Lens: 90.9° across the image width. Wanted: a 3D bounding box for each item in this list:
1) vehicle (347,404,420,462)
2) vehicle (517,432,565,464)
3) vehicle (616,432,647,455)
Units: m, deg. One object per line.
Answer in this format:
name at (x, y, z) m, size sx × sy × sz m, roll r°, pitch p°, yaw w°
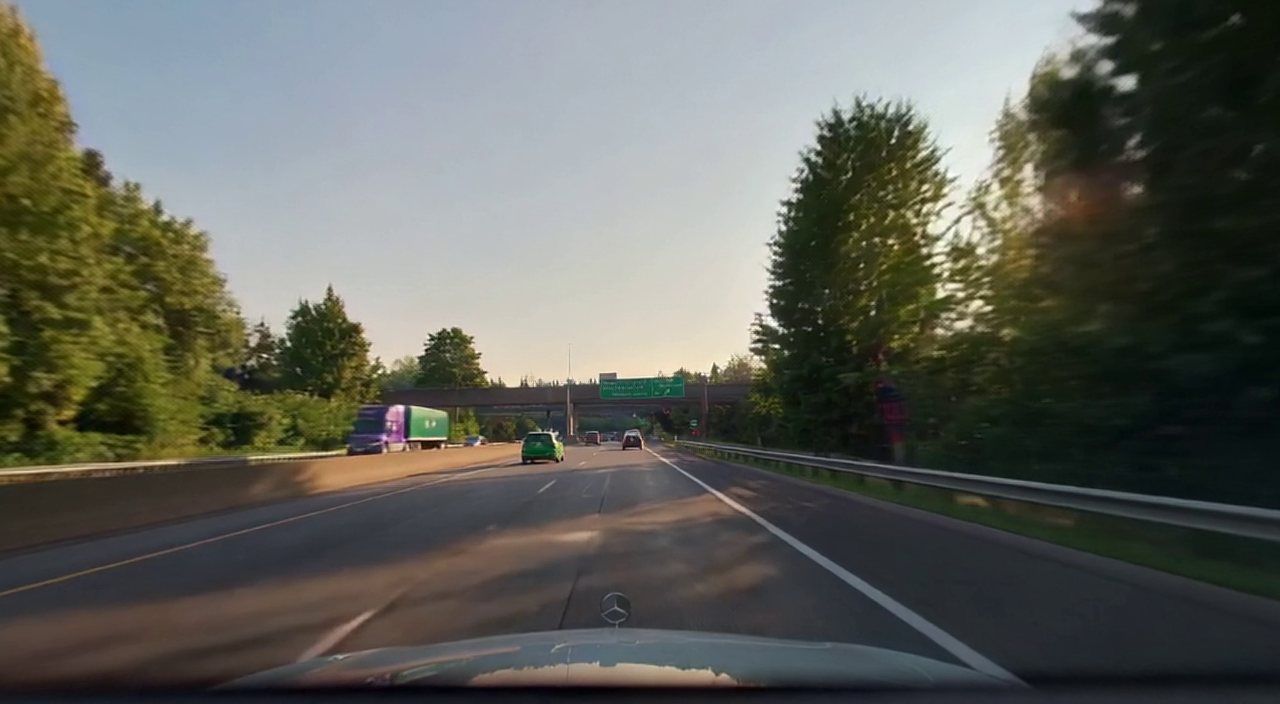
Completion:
vehicle at (-18.567, 5.931, 46.026) m, size 2.987 × 3.956 × 5.796 m, roll 0°, pitch -8°, yaw -2°
vehicle at (-5.001, 4.882, 32.284) m, size 1.959 × 1.514 × 3.668 m, roll 0°, pitch -8°, yaw -1°
vehicle at (-0.597, 6.560, 45.414) m, size 2.139 × 1.561 × 4.060 m, roll 0°, pitch -8°, yaw -1°
